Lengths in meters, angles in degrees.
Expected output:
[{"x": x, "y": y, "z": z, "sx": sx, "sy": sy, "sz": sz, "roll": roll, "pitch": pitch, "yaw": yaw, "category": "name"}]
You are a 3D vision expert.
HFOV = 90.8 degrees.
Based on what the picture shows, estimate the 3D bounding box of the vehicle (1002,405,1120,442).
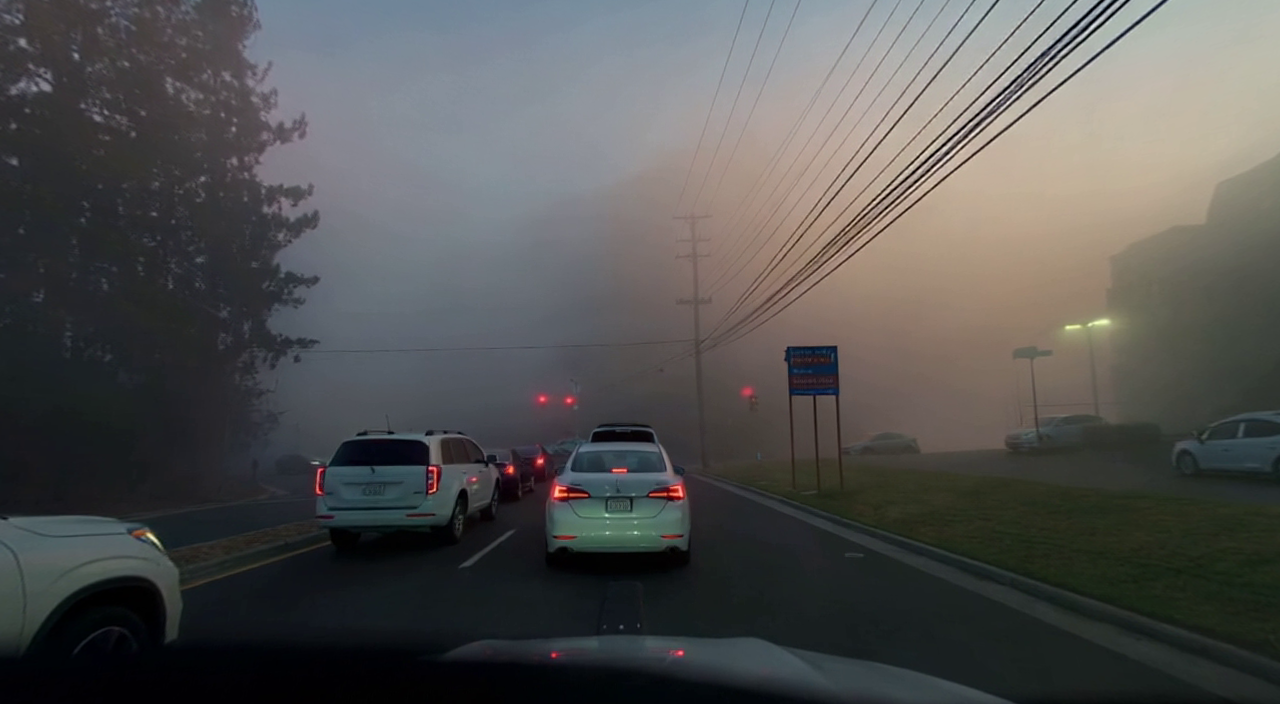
[{"x": 26.847, "y": 4.633, "z": 40.506, "sx": 5.782, "sy": 2.286, "sz": 2.223, "roll": -1, "pitch": -9, "yaw": 4, "category": "vehicle"}]

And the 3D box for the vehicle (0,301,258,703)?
[{"x": -3.591, "y": 0.636, "z": 1.519, "sx": 2.085, "sy": 1.943, "sz": 5.053, "roll": 0, "pitch": -8, "yaw": 1, "category": "vehicle"}]

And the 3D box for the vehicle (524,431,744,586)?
[{"x": -0.106, "y": 1.807, "z": 8.158, "sx": 2.121, "sy": 1.474, "sz": 3.968, "roll": 0, "pitch": -8, "yaw": -2, "category": "vehicle"}]

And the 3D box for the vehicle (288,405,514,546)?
[{"x": -3.844, "y": 2.089, "z": 11.374, "sx": 2.147, "sy": 1.963, "sz": 4.927, "roll": 0, "pitch": -8, "yaw": -1, "category": "vehicle"}]

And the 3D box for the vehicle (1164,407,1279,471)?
[{"x": 17.030, "y": 2.542, "z": 18.290, "sx": 1.858, "sy": 1.622, "sz": 4.491, "roll": -5, "pitch": -10, "yaw": 28, "category": "vehicle"}]
